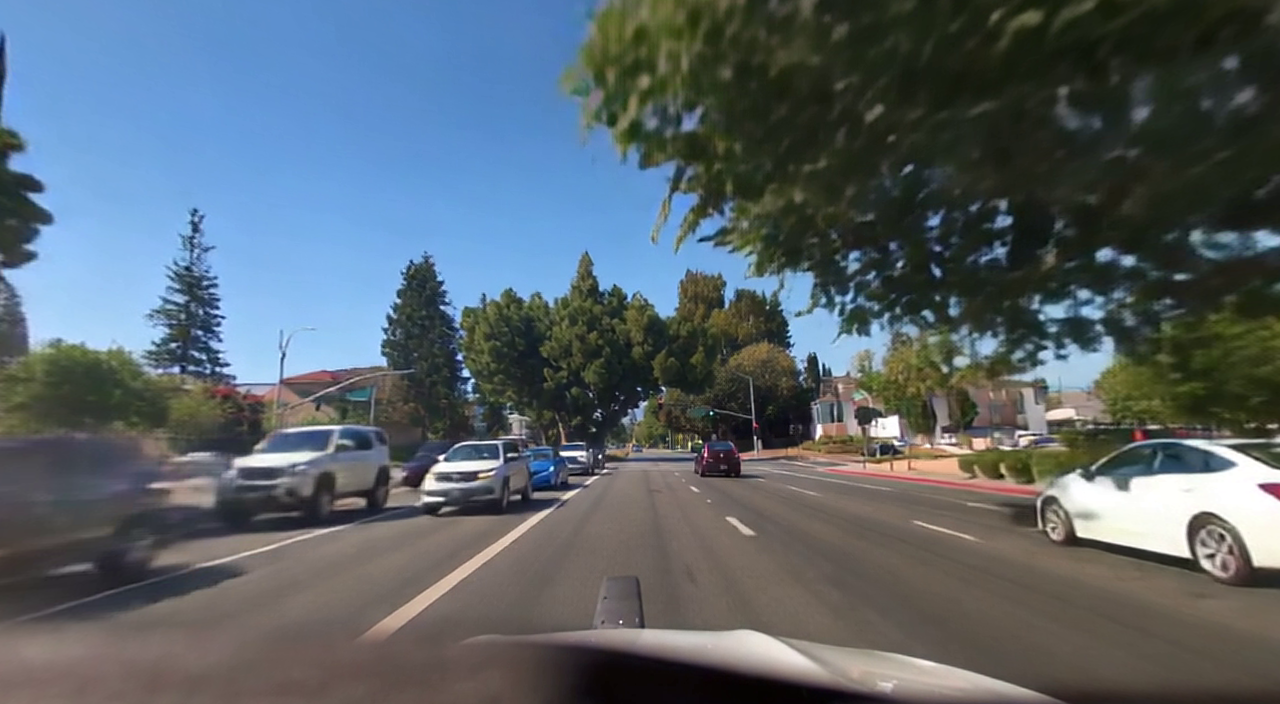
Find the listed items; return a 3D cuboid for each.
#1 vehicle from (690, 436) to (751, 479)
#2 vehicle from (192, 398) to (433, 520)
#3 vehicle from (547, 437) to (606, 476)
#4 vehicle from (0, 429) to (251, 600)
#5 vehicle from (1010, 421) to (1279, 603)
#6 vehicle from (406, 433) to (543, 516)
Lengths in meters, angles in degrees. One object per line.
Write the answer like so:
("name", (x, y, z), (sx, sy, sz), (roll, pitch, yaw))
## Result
("vehicle", (3.554, 4.778, 28.765), (2.095, 1.759, 4.862), (0, -9, -1))
("vehicle", (-6.721, 2.315, 14.086), (2.141, 2.111, 5.940), (0, -9, 0))
("vehicle", (-3.021, 5.131, 31.281), (2.313, 1.752, 6.152), (0, -9, 0))
("vehicle", (-6.598, 1.633, 6.906), (1.970, 1.483, 4.269), (0, -9, 0))
("vehicle", (6.715, 1.710, 7.485), (2.000, 1.618, 4.238), (0, -9, -1))
("vehicle", (-3.547, 2.703, 14.440), (1.948, 1.595, 4.256), (0, -9, 0))
